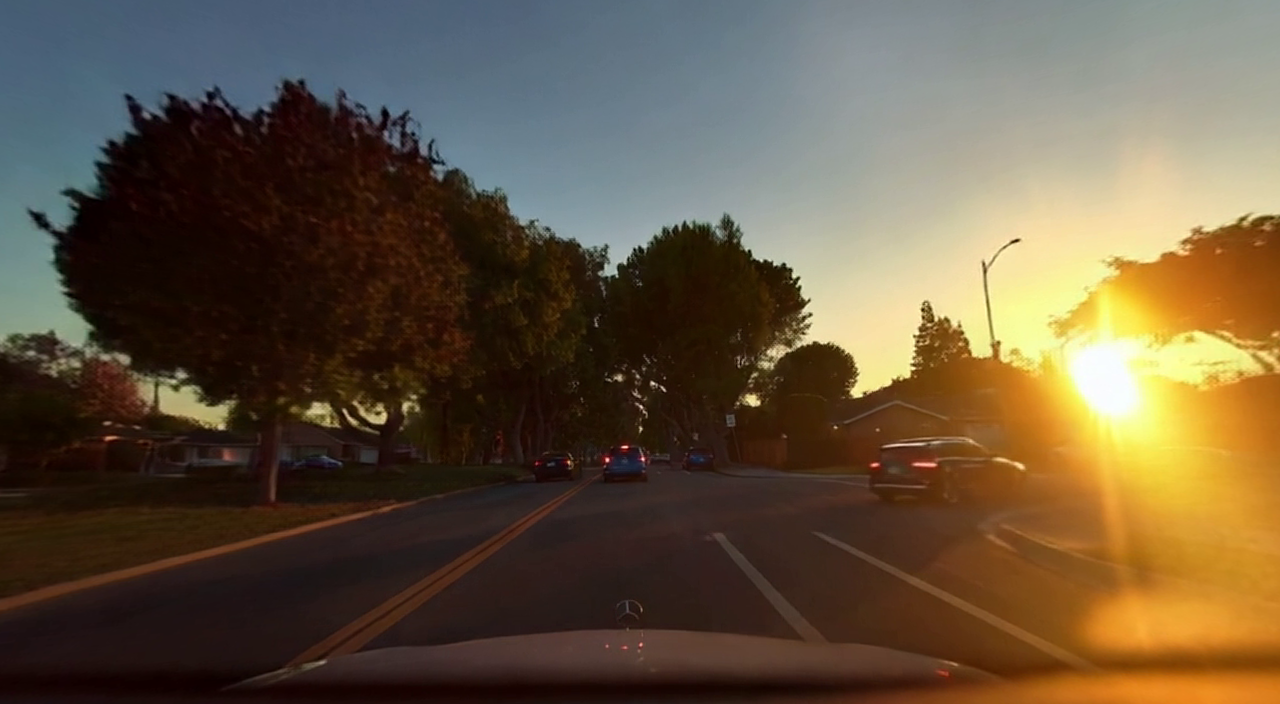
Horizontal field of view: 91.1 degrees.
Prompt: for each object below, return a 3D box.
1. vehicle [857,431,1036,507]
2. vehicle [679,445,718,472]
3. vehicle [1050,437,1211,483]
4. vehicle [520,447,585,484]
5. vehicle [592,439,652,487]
[{"bbox_3d":[8.086,2.972,16.404,4.820,1.677,2.192,7,-11,-38],"label":"vehicle"},{"bbox_3d":[4.090,7.532,44.643,2.332,1.769,4.518,0,-8,1],"label":"vehicle"},{"bbox_3d":[18.973,4.190,24.460,4.532,1.674,2.051,0,-9,-1],"label":"vehicle"},{"bbox_3d":[-3.640,4.818,27.018,2.032,1.433,4.458,0,-8,1],"label":"vehicle"},{"bbox_3d":[-0.634,4.422,25.345,2.220,1.742,4.047,0,-8,1],"label":"vehicle"}]
